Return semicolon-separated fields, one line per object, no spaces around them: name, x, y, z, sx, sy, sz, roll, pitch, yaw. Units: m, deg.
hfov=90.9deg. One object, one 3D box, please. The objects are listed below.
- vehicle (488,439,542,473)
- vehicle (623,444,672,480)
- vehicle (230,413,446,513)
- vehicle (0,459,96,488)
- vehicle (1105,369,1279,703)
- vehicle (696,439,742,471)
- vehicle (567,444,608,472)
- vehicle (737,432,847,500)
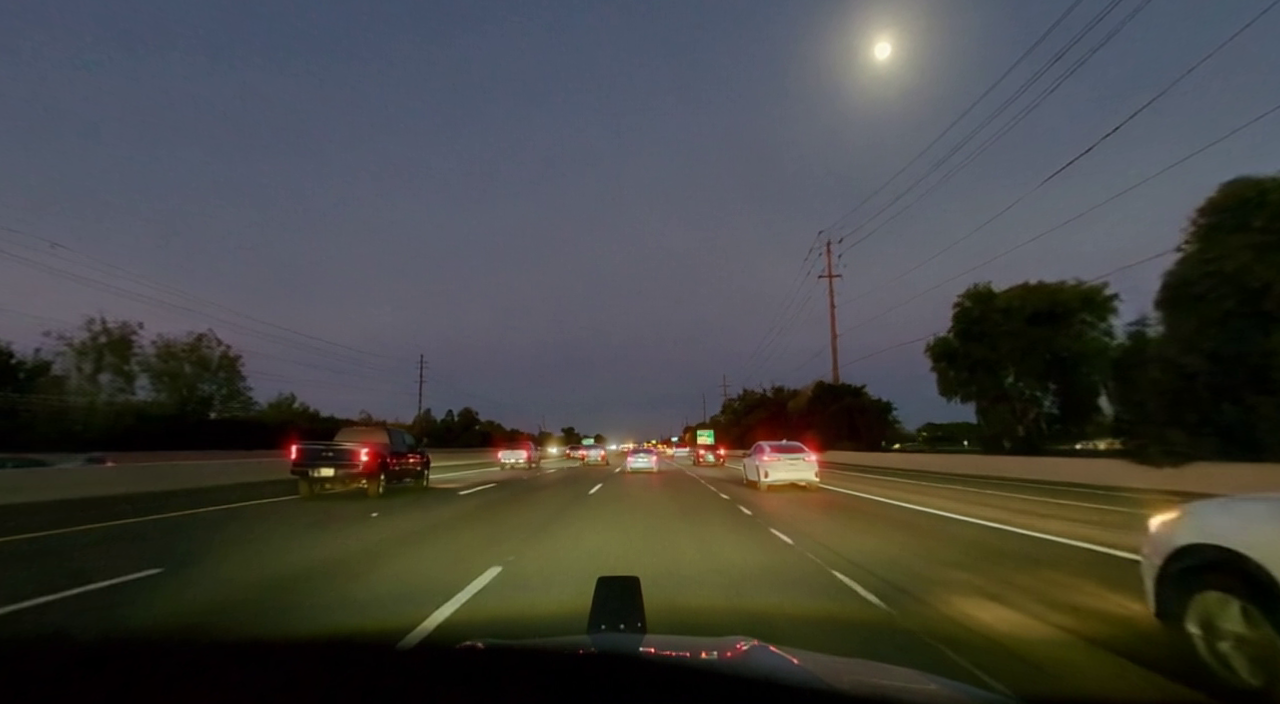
vehicle;-6.655;5.583;34.005;1.978;1.680;4.263;0;-9;1
vehicle;0.316;4.714;27.296;1.966;1.444;3.986;0;-9;0
vehicle;-6.838;2.618;15.355;2.269;1.936;5.777;0;-9;2
vehicle;-34.237;6.996;36.586;1.703;1.479;3.957;0;-9;1
vehicle;3.615;0.682;1.299;2.051;1.595;4.301;0;-9;1
vehicle;4.623;6.099;37.563;2.195;1.778;4.455;0;-9;1
vehicle;-2.950;6.019;36.103;1.904;1.479;4.274;0;-9;1
vehicle;4.131;3.169;17.930;2.002;1.691;4.290;0;-9;0
